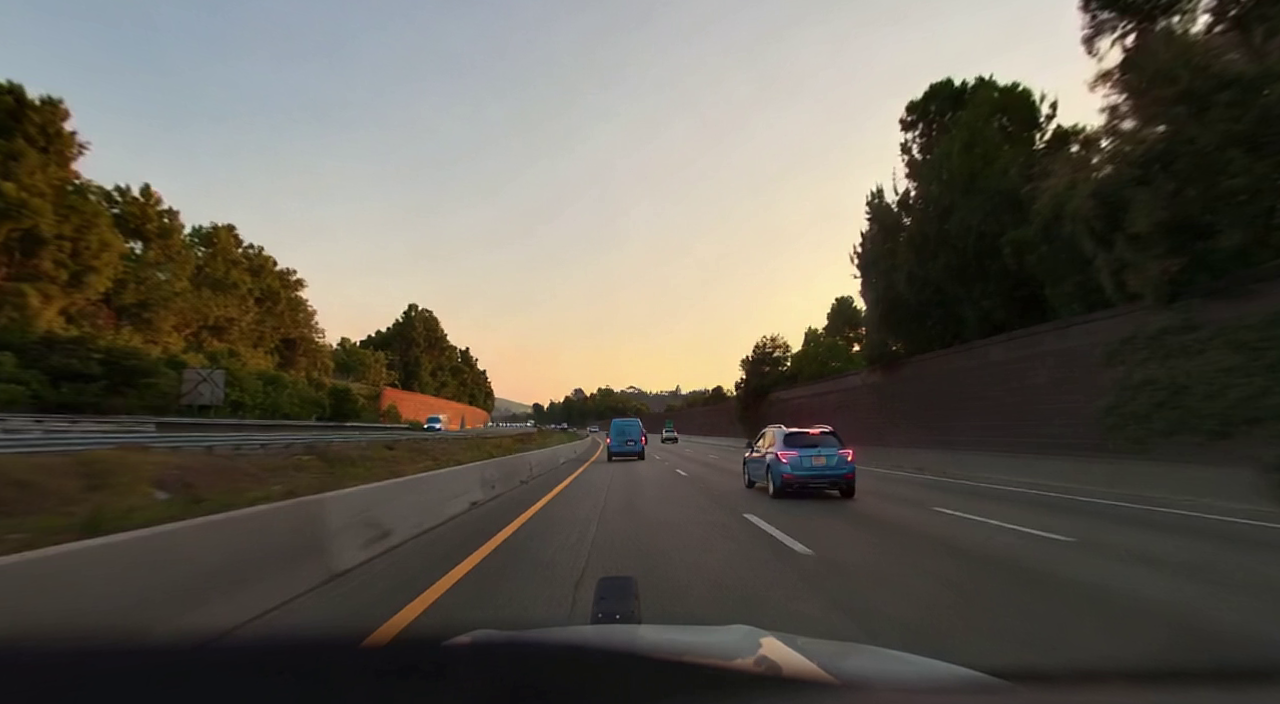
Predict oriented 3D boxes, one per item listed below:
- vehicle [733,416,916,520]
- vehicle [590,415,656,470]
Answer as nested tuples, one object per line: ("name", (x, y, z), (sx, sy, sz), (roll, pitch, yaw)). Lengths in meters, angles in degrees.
("vehicle", (3.172, 2.079, 11.855), (2.078, 1.600, 4.012), (0, -8, -2))
("vehicle", (-0.663, 3.619, 25.472), (2.403, 1.994, 4.683), (0, -8, -1))
